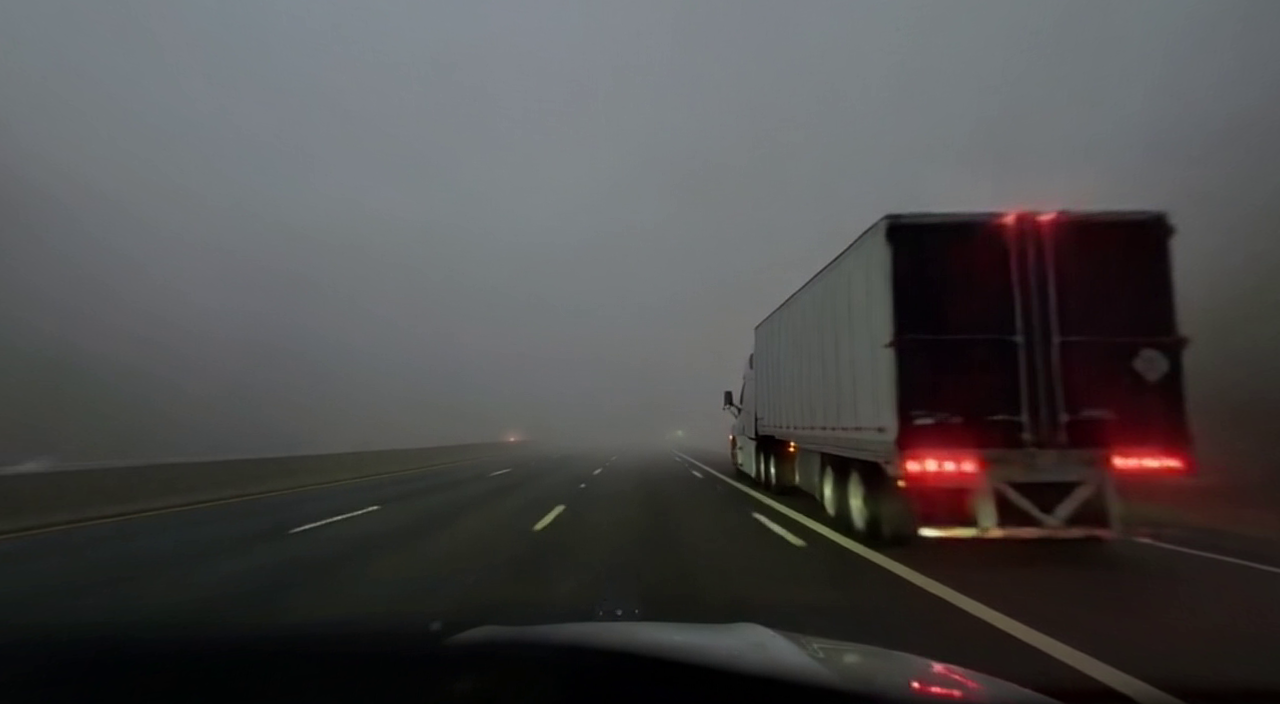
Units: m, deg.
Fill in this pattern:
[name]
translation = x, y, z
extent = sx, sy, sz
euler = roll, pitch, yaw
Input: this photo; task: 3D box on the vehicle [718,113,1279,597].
[vehicle]
translation = 3.692, 0.746, 10.769
extent = 3.446, 3.698, 12.089
euler = 0, -8, 1
